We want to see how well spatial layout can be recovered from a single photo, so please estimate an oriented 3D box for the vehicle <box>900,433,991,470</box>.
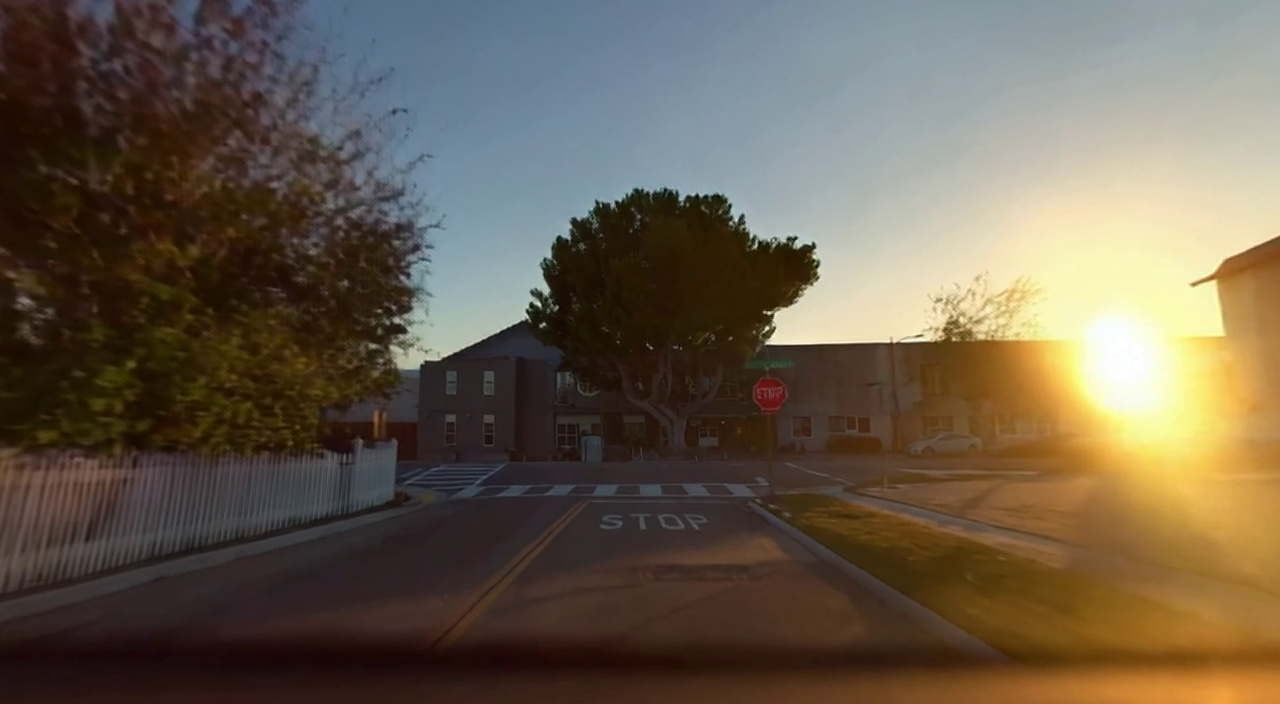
[{"bbox_3d":[18.973,6.203,39.381,2.395,2.164,4.475,5,-10,-26],"label":"vehicle"}]
